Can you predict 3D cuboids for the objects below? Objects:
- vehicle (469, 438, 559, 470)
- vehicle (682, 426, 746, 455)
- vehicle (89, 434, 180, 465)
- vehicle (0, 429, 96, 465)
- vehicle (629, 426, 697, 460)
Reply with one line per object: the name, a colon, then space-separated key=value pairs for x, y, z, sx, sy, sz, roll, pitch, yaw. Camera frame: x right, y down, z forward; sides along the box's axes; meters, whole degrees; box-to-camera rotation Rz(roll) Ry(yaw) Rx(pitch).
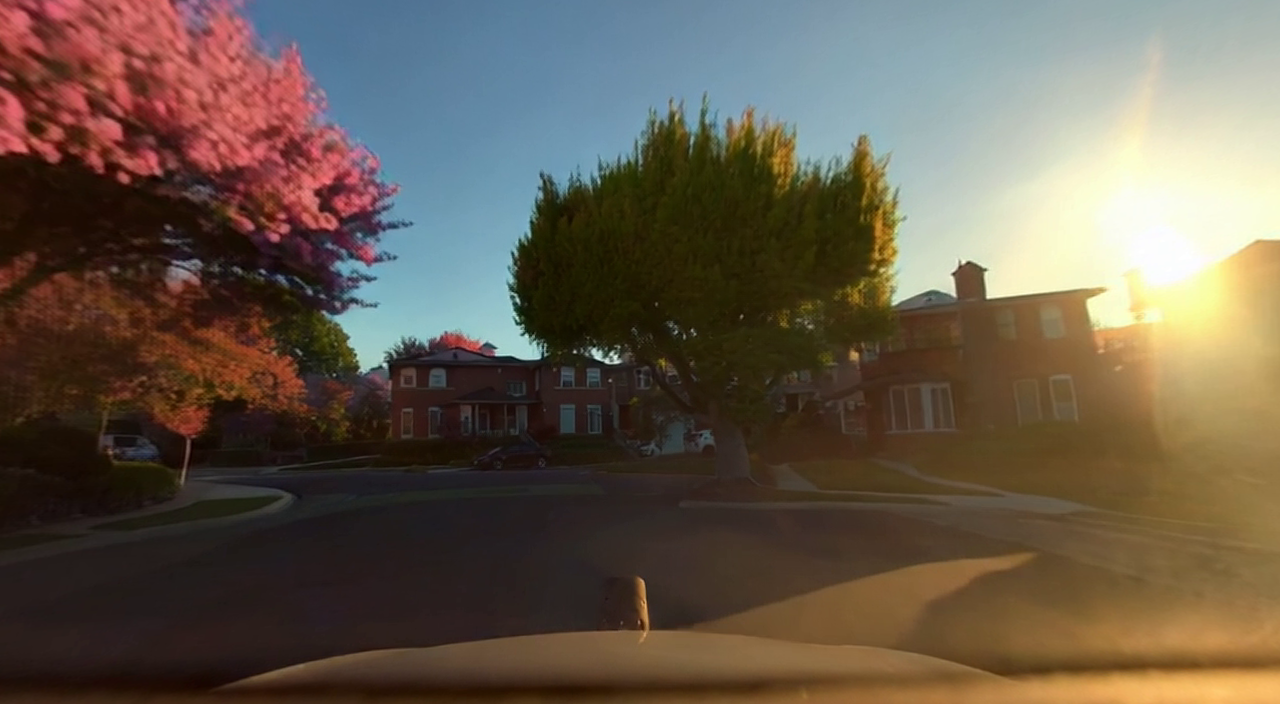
vehicle: x=-7.445 y=6.079 z=37.608 sx=4.815 sy=1.827 sz=2.147 roll=-1 pitch=-9 yaw=5
vehicle: x=4.894 y=5.818 z=41.318 sx=2.152 sy=1.773 sz=4.495 roll=-7 pitch=-11 yaw=37
vehicle: x=-29.518 y=5.679 z=36.904 sx=4.237 sy=1.728 sz=2.203 roll=-3 pitch=-9 yaw=22
vehicle: x=-30.016 y=4.684 z=31.144 sx=4.435 sy=1.707 sz=2.046 roll=0 pitch=-9 yaw=2
vehicle: x=1.540 y=5.951 z=41.428 sx=2.310 sy=1.701 sz=4.280 roll=-7 pitch=-5 yaw=37
